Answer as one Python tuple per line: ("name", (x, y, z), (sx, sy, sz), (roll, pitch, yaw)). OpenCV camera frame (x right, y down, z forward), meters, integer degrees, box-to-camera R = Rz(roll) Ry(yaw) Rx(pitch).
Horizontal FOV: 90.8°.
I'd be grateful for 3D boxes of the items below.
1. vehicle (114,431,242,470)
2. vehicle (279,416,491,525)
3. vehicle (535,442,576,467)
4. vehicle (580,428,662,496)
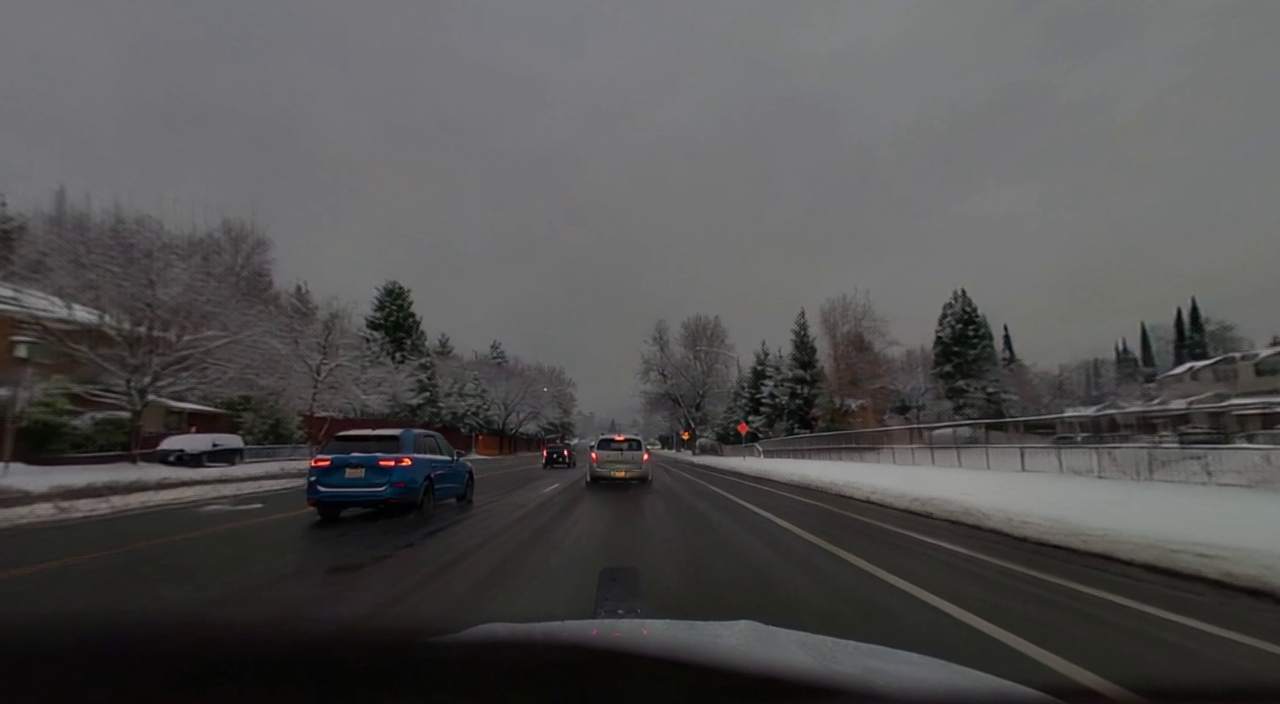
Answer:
("vehicle", (-25.689, 5.504, 35.301), (5.216, 2.058, 2.299), (0, -8, -1))
("vehicle", (-4.598, 2.223, 12.393), (2.243, 1.722, 4.621), (0, -8, 0))
("vehicle", (-5.327, 6.510, 40.301), (2.014, 1.493, 4.658), (0, -8, -1))
("vehicle", (-0.522, 3.178, 18.616), (2.131, 1.761, 4.242), (0, -8, -1))
